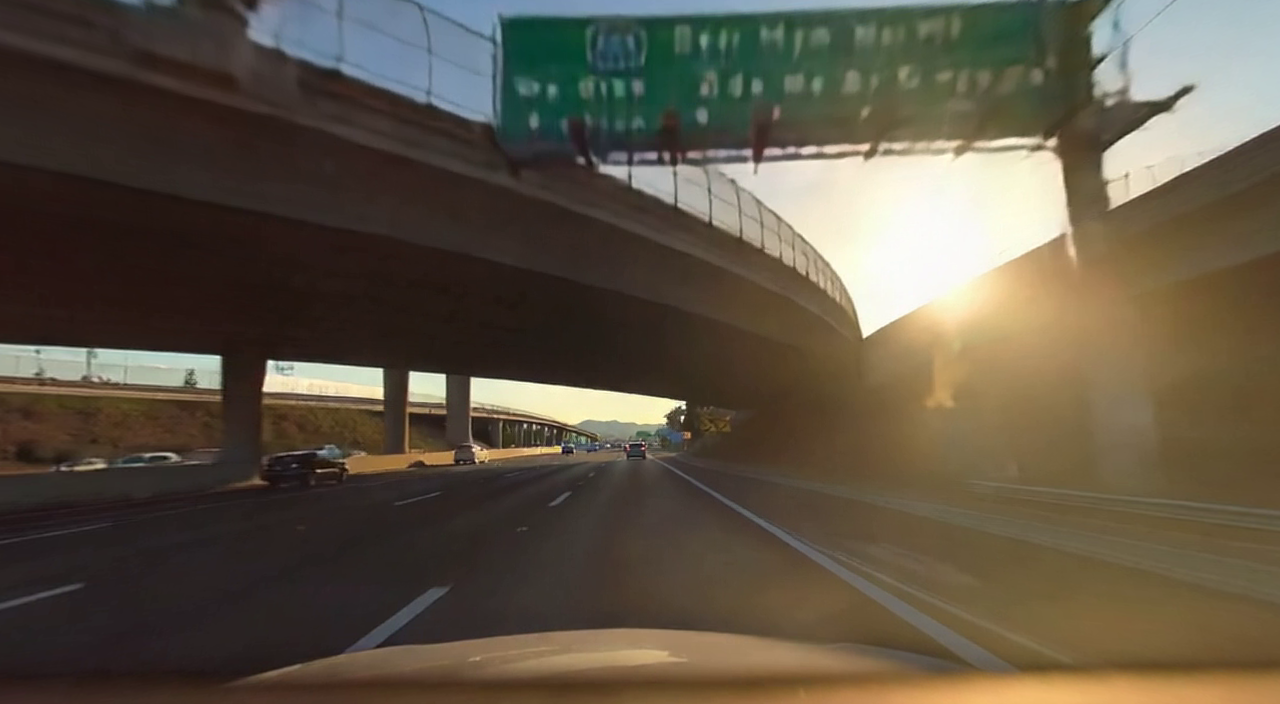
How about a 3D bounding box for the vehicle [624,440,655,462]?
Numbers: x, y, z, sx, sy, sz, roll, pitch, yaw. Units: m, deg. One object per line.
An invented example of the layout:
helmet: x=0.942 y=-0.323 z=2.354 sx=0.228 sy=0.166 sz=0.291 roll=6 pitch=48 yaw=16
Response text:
vehicle: x=-0.079 y=7.016 z=45.062 sx=2.086 sy=1.472 sz=4.168 roll=0 pitch=-8 yaw=-1
